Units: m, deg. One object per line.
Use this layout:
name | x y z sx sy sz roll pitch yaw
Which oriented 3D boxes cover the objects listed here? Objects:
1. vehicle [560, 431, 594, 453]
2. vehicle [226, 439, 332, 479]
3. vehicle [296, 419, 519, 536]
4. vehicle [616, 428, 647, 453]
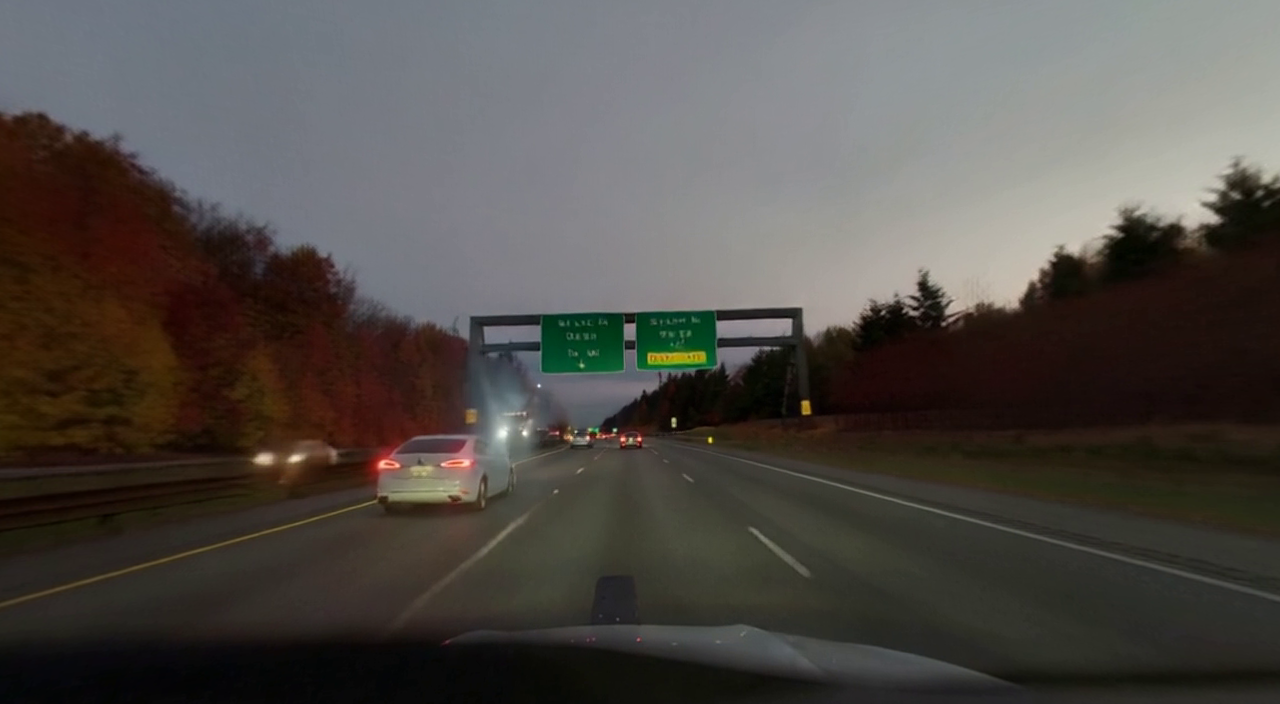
vehicle | -4.492 6.522 45.646 2.071 1.524 4.398 0 -8 -1
vehicle | -15.479 4.582 27.301 1.942 1.528 4.641 0 -8 -1
vehicle | -3.463 1.941 10.509 1.989 1.497 4.645 0 -8 -1
vehicle | -0.627 6.121 43.588 2.054 1.609 3.859 0 -8 -1
